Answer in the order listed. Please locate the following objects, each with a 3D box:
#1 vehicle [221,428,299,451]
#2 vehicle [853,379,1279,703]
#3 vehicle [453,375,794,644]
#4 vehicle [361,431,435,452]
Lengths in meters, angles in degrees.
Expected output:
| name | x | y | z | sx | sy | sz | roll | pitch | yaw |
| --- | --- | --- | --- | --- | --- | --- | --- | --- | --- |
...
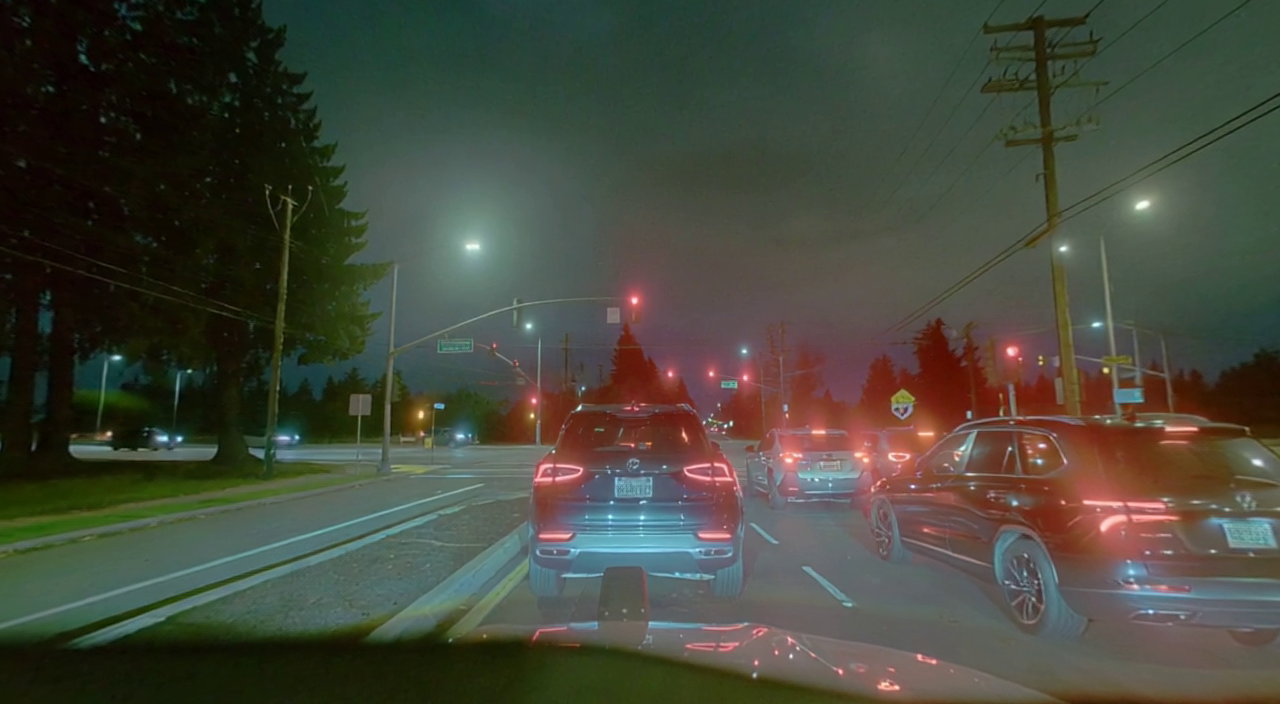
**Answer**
| name | x | y | z | sx | sy | sz | roll | pitch | yaw |
| --- | --- | --- | --- | --- | --- | --- | --- | --- | --- |
| vehicle | -28.375 | 6.533 | 47.193 | 4.587 | 1.639 | 1.878 | 0 | -8 | 0 |
| vehicle | 3.550 | 1.297 | 5.455 | 1.948 | 1.677 | 4.437 | 0 | -8 | 1 |
| vehicle | -0.154 | 1.373 | 6.531 | 2.271 | 1.786 | 4.443 | 0 | -8 | -1 |
| vehicle | -17.755 | 6.557 | 46.353 | 4.607 | 1.478 | 1.995 | 0 | -8 | 0 |
